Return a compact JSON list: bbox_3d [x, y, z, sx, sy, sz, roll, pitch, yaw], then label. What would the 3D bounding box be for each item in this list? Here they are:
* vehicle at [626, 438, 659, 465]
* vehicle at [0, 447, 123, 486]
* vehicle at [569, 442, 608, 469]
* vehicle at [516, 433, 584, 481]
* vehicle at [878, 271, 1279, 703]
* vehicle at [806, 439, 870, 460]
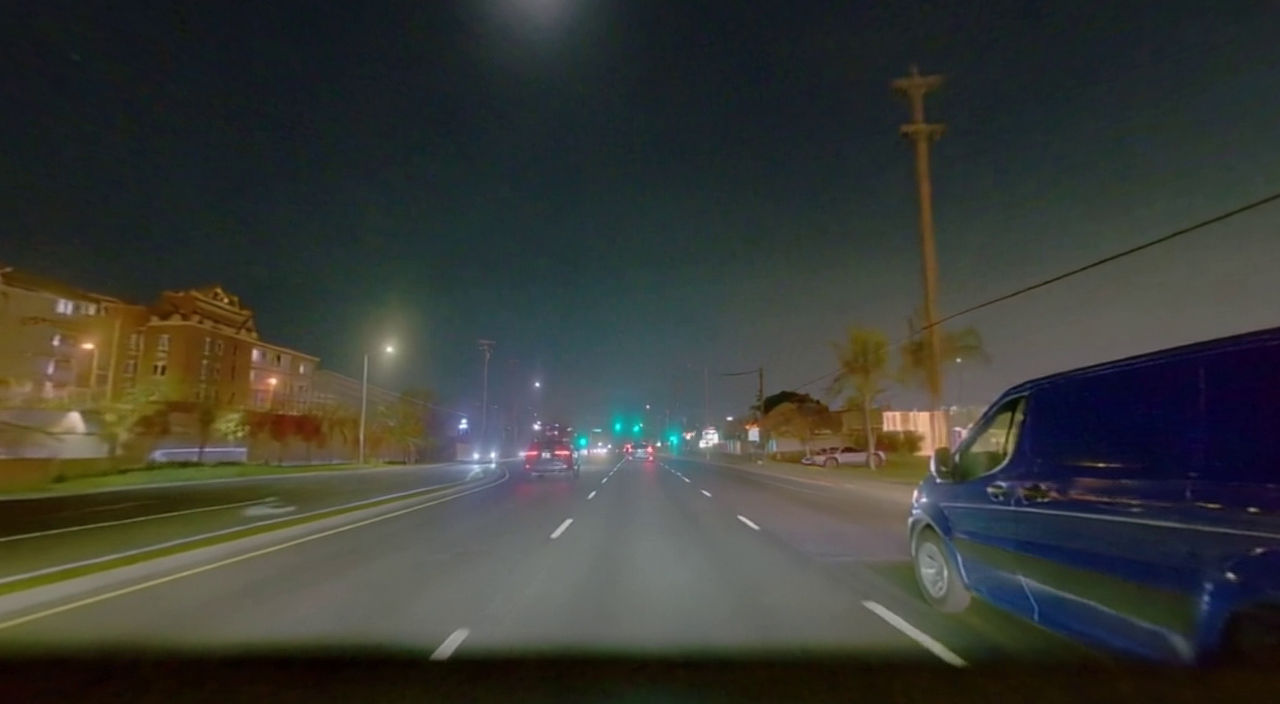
[{"bbox_3d":[0.149,7.073,44.994,2.191,1.761,3.857,0,-8,-1],"label":"vehicle"},{"bbox_3d":[-30.315,5.982,33.163,4.462,1.697,2.109,-2,-7,-2],"label":"vehicle"},{"bbox_3d":[-2.878,5.864,35.916,1.869,1.454,4.142,0,-8,0],"label":"vehicle"},{"bbox_3d":[-3.420,4.082,24.720,1.967,1.703,4.157,0,-8,1],"label":"vehicle"},{"bbox_3d":[3.382,0.870,3.507,2.234,1.912,4.847,0,-8,0],"label":"vehicle"},{"bbox_3d":[15.208,7.504,48.831,1.945,1.490,4.748,4,-9,-26],"label":"vehicle"}]
